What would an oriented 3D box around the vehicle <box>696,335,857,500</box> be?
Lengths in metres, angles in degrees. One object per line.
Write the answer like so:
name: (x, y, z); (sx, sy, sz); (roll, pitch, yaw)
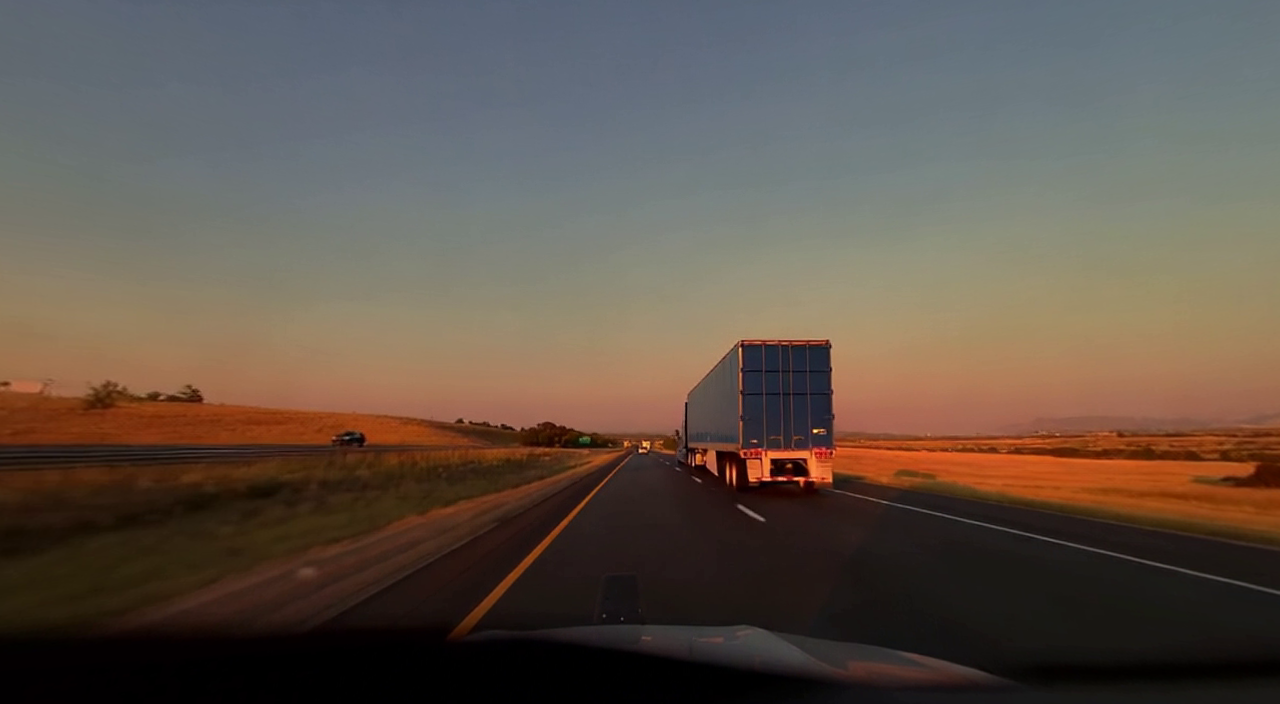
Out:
vehicle: (4.039, 2.623, 22.584); (2.818, 4.206, 12.987); (0, -9, 0)
